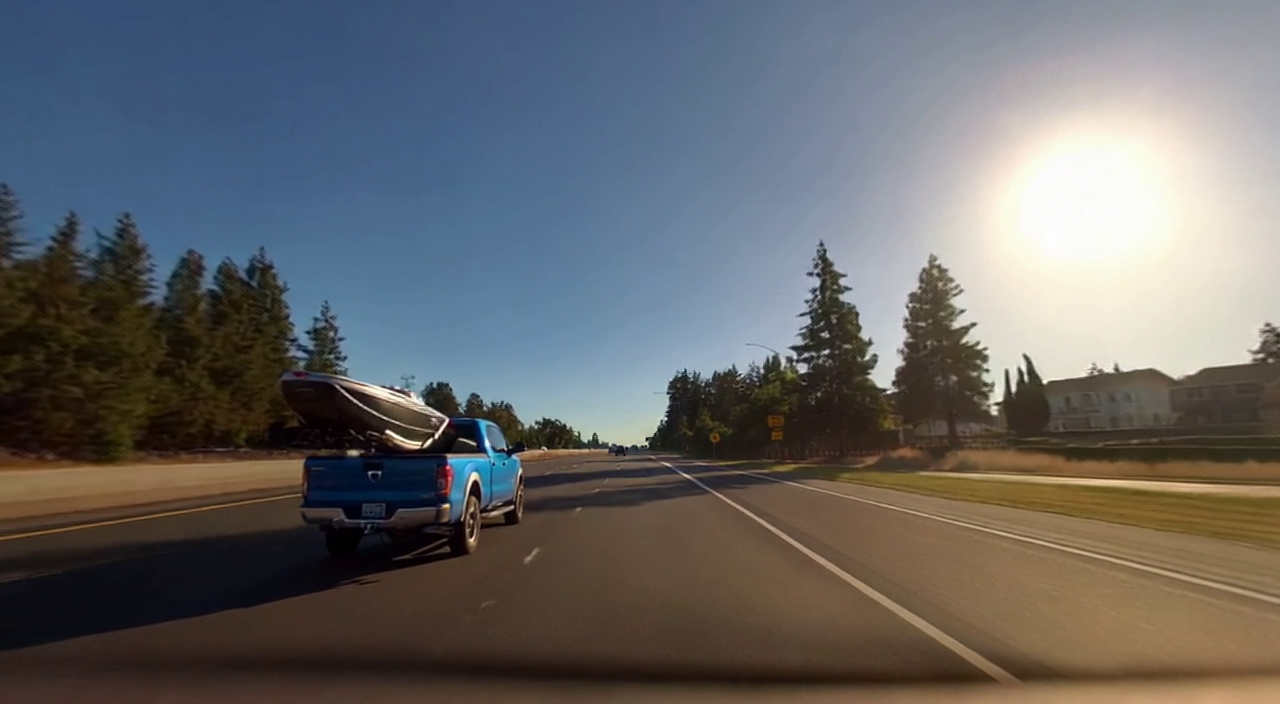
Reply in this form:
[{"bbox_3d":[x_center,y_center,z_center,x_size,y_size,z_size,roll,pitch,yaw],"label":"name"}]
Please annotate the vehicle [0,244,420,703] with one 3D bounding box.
[{"bbox_3d":[-2.827,0.750,2.434,1.919,1.935,5.609,0,-8,0],"label":"vehicle"}]
